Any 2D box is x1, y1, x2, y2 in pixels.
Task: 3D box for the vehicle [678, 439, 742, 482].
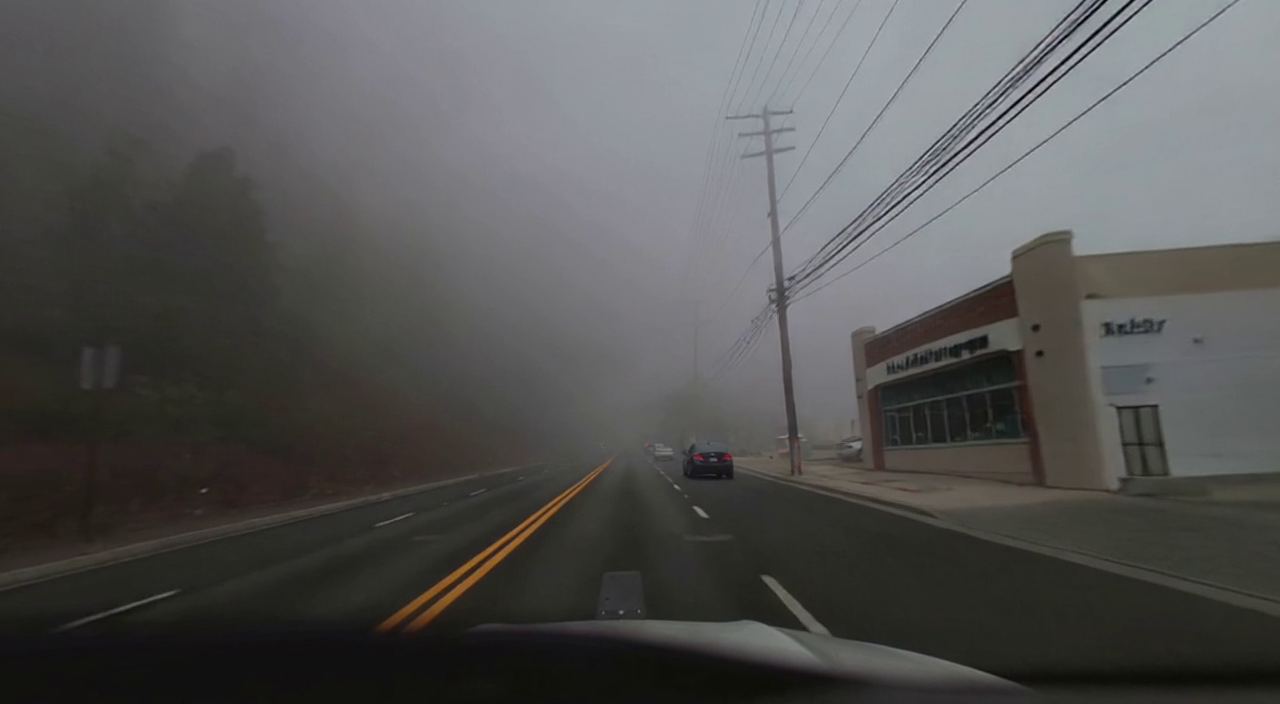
[{"bbox_3d":[2.633,4.192,24.648,1.975,1.497,3.647,0,-9,-1],"label":"vehicle"}]
